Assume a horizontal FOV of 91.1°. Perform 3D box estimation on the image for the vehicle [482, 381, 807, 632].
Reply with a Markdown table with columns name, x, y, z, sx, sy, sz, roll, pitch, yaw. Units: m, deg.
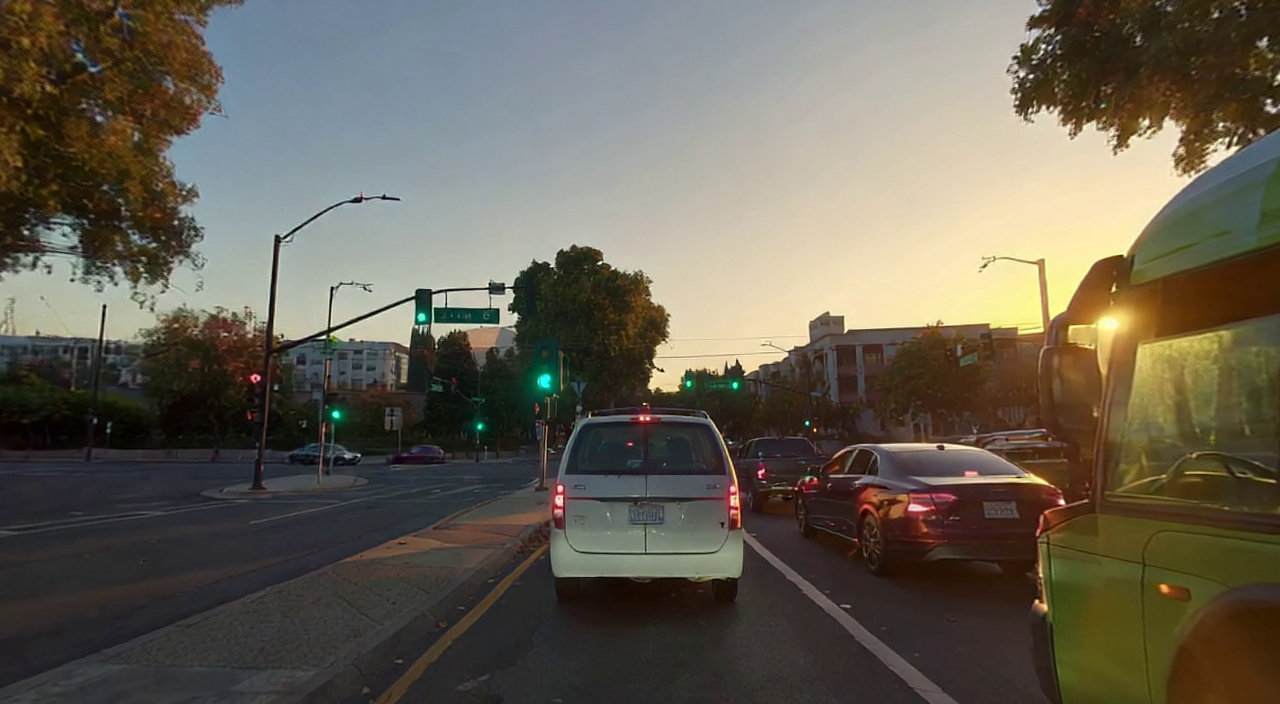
| name | x | y | z | sx | sy | sz | roll | pitch | yaw |
| --- | --- | --- | --- | --- | --- | --- | --- | --- | --- |
| vehicle | 0.011 | 1.475 | 7.007 | 2.381 | 1.842 | 4.603 | 0 | -8 | -1 |

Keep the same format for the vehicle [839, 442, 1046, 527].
| name | x | y | z | sx | sy | sz | roll | pitch | yaw |
| --- | --- | --- | --- | --- | --- | --- | --- | --- | --- |
| vehicle | 5.978 | 2.638 | 13.224 | 1.987 | 1.457 | 4.675 | 0 | -8 | -1 |

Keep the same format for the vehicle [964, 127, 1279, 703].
| name | x | y | z | sx | sy | sz | roll | pitch | yaw |
| --- | --- | --- | --- | --- | --- | --- | --- | --- | --- |
| vehicle | 2.611 | 0.317 | 0.426 | 2.037 | 2.065 | 5.037 | 0 | -8 | 0 |
